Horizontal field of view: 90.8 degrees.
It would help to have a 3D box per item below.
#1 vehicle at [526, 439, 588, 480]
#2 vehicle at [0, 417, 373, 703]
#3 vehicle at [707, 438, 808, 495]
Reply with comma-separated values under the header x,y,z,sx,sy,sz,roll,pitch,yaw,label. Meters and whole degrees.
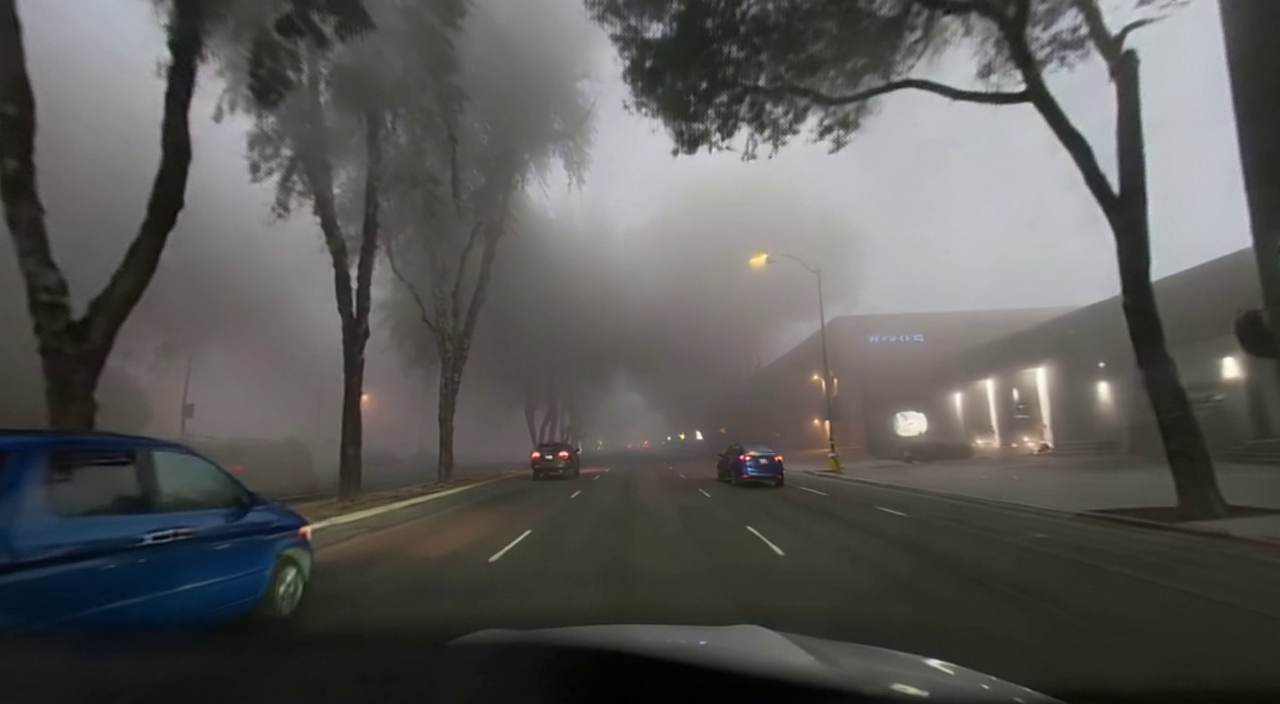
x,y,z,sx,sy,sz,roll,pitch,yaw,label
-3.640,4.823,28.645,2.145,1.694,4.642,0,-8,1,vehicle
-3.571,1.180,3.706,2.060,1.466,4.387,0,-8,0,vehicle
3.344,3.358,18.934,1.961,1.482,4.538,0,-8,-3,vehicle
